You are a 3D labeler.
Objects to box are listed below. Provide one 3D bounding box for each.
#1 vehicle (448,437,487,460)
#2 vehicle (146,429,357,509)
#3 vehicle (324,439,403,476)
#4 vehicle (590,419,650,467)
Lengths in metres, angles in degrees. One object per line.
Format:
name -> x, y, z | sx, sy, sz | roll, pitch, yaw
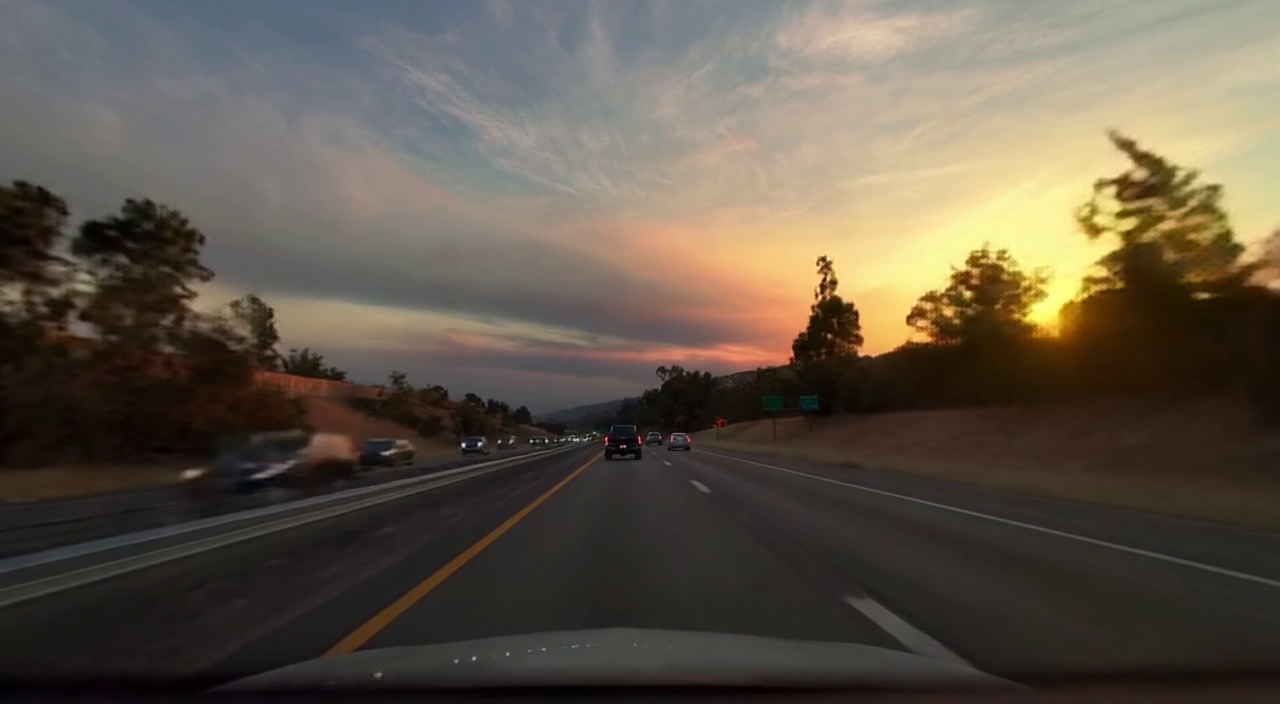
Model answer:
vehicle -> -13.093, 7.329, 47.960 | 1.940, 1.665, 3.934 | 0, -8, -2
vehicle -> -9.324, 2.814, 15.785 | 2.293, 1.670, 4.765 | 0, -8, -1
vehicle -> -13.465, 5.133, 31.007 | 2.015, 1.671, 4.292 | 0, -8, -1
vehicle -> -0.910, 4.179, 29.031 | 2.503, 2.044, 4.633 | 0, -8, -2
